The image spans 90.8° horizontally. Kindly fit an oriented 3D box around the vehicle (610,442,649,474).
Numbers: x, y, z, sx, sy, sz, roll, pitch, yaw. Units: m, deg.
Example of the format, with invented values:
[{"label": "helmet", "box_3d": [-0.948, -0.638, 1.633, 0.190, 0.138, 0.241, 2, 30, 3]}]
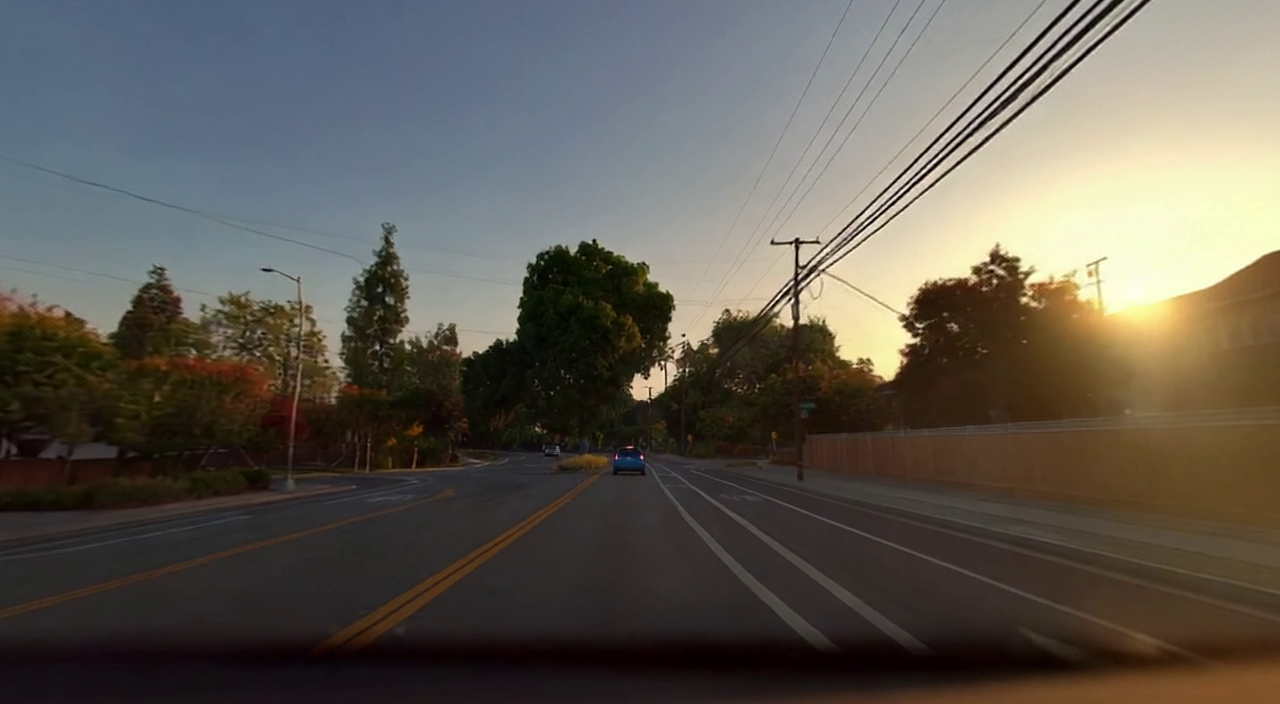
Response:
[{"label": "vehicle", "box_3d": [-0.581, 6.077, 36.393, 2.139, 1.699, 3.916, 0, -9, -1]}]
